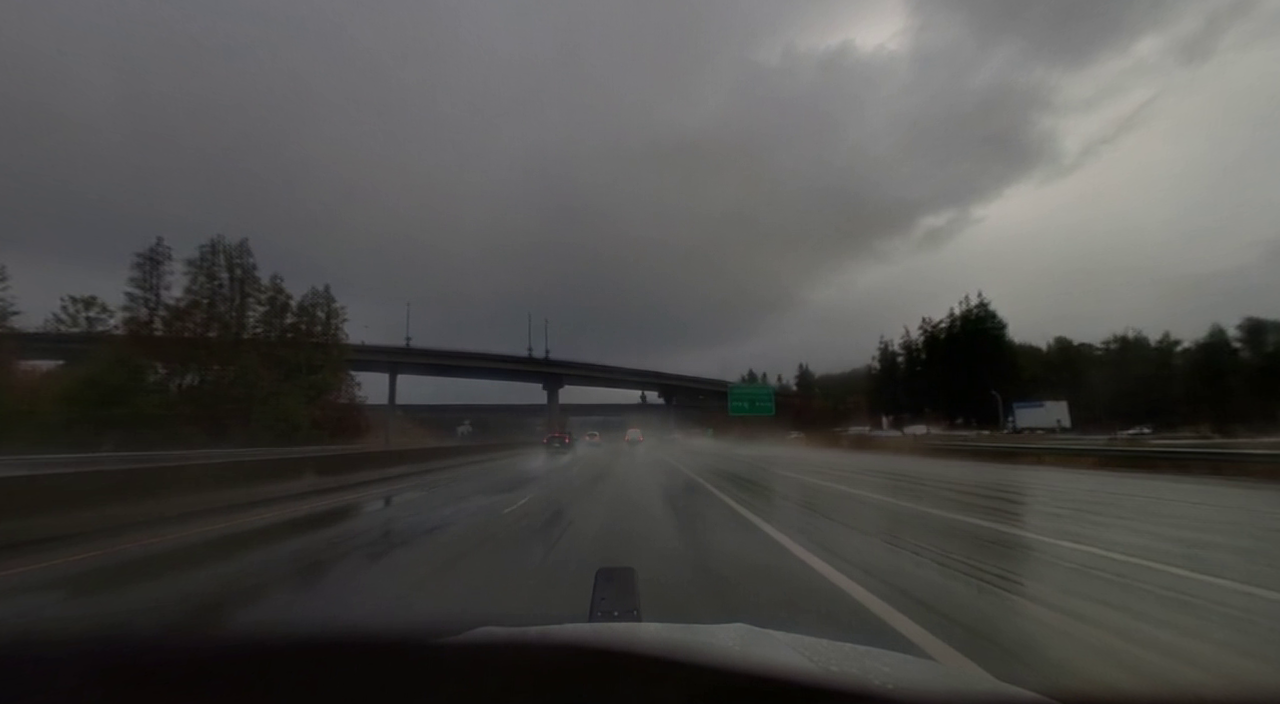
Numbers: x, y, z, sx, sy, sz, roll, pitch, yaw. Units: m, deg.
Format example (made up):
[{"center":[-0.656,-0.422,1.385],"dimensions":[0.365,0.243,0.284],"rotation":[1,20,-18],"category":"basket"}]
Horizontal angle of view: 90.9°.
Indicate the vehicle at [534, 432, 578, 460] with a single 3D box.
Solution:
[{"center":[-4.733,5.340,35.951],"dimensions":[1.933,1.473,4.023],"rotation":[0,-8,0],"category":"vehicle"}]
